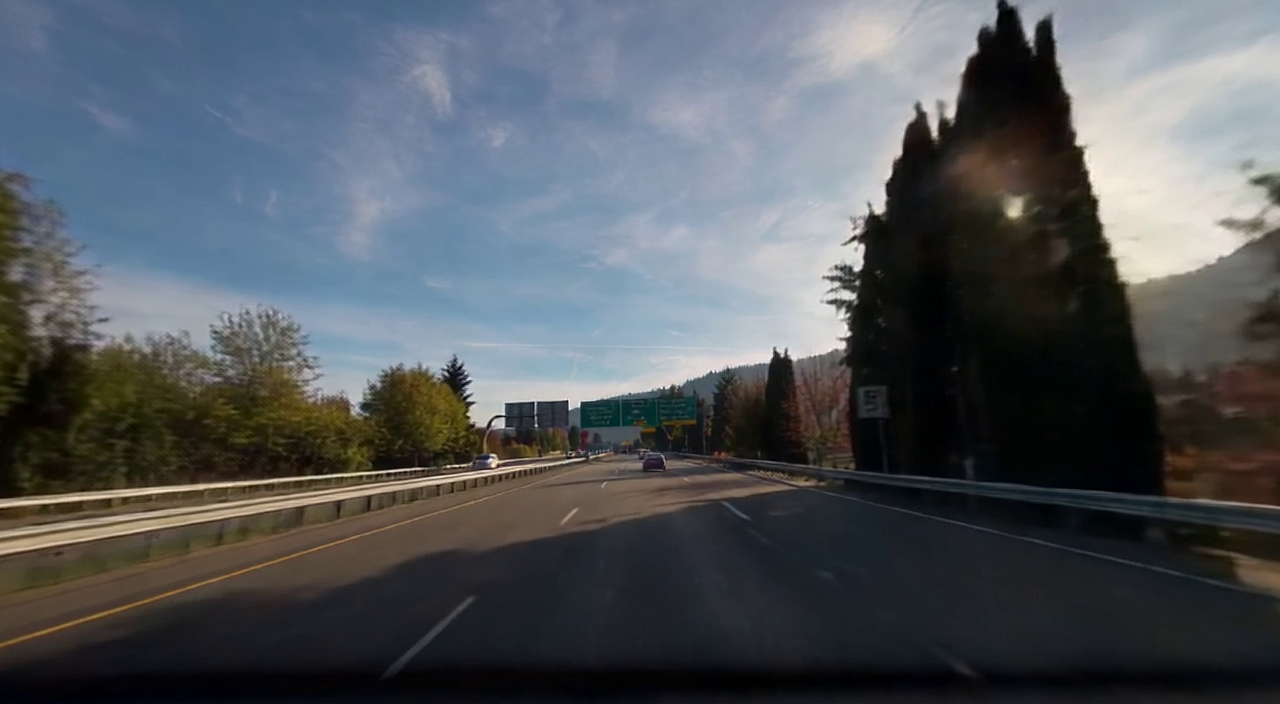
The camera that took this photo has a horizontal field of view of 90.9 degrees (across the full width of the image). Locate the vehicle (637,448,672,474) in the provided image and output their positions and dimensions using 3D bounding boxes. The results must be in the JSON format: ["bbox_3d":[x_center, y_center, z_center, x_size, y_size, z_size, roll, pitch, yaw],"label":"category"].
[{"bbox_3d":[0.836,6.708,38.903,2.036,1.457,3.471,0,-9,-1],"label":"vehicle"}]
